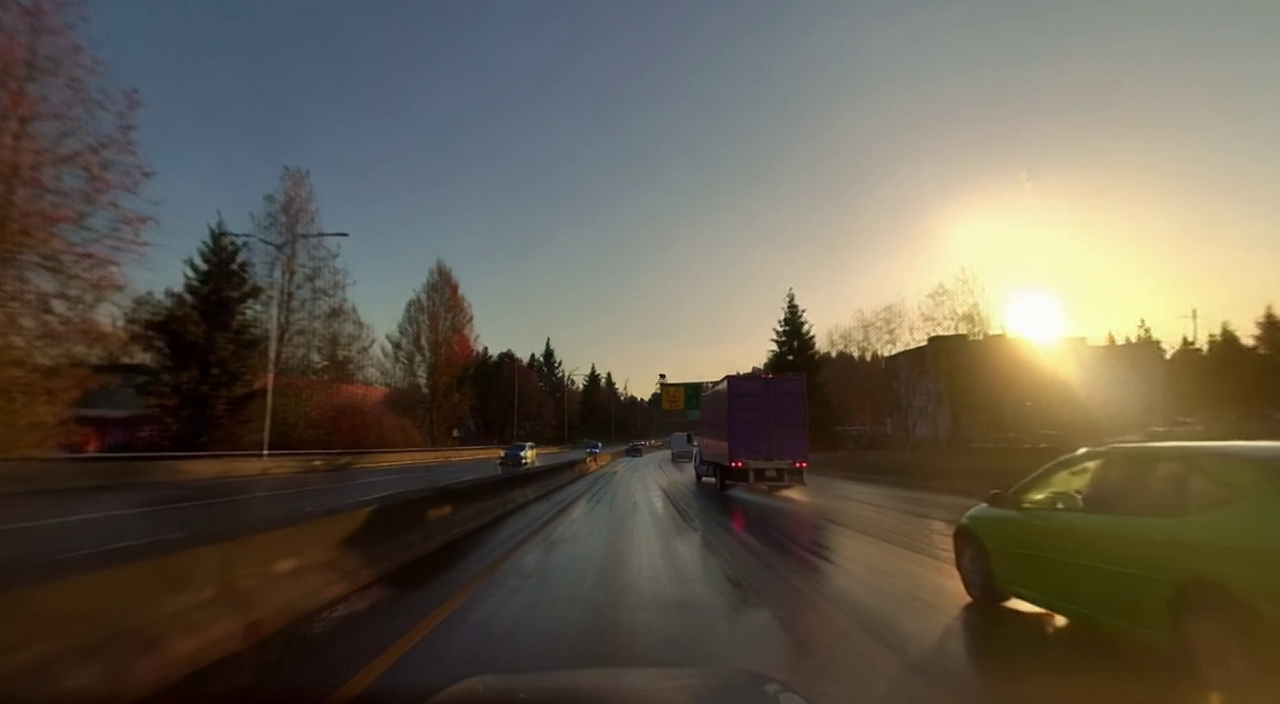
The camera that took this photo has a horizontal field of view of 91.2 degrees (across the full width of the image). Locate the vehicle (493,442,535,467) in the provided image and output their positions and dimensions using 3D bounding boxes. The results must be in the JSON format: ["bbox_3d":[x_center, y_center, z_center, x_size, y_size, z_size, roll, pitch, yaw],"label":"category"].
[{"bbox_3d":[-8.923,7.280,44.706,1.955,1.683,4.168,-1,-9,3],"label":"vehicle"}]

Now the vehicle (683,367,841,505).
[{"bbox_3d":[3.659,3.262,23.591,2.916,3.563,14.462,0,-9,-1],"label":"vehicle"}]

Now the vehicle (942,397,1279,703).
[{"bbox_3d":[3.584,1.082,3.328,1.971,1.558,3.834,0,-9,-1],"label":"vehicle"}]
